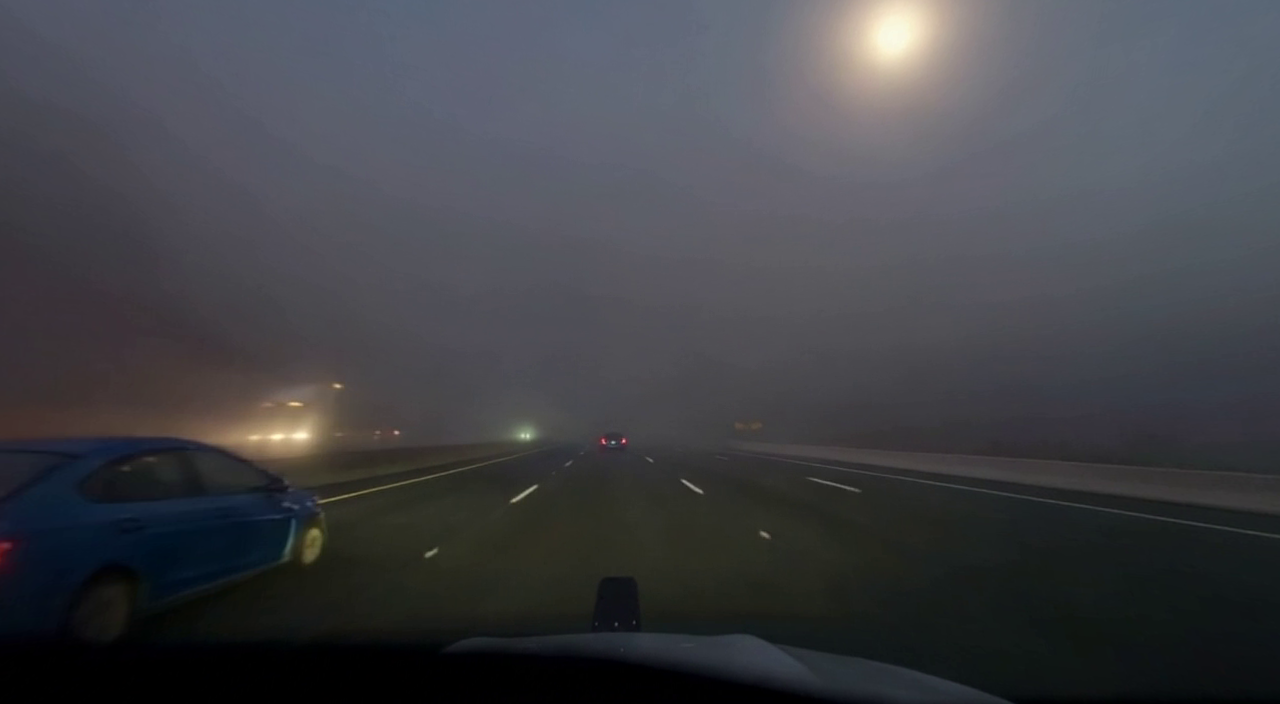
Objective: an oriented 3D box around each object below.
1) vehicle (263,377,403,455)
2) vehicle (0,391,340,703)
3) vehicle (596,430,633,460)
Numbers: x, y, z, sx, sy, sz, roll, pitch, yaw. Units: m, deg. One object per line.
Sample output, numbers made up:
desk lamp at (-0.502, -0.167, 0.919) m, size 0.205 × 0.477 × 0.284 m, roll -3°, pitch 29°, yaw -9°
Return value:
vehicle at (-17.700, 4.017, 37.780) m, size 2.982 × 3.955 × 11.838 m, roll 0°, pitch -8°, yaw -3°
vehicle at (-4.085, 1.072, 3.781) m, size 2.141 × 1.534 × 5.099 m, roll 0°, pitch -8°, yaw -1°
vehicle at (-1.461, 5.220, 35.612) m, size 1.997 × 1.589 × 4.179 m, roll 0°, pitch -8°, yaw -3°
